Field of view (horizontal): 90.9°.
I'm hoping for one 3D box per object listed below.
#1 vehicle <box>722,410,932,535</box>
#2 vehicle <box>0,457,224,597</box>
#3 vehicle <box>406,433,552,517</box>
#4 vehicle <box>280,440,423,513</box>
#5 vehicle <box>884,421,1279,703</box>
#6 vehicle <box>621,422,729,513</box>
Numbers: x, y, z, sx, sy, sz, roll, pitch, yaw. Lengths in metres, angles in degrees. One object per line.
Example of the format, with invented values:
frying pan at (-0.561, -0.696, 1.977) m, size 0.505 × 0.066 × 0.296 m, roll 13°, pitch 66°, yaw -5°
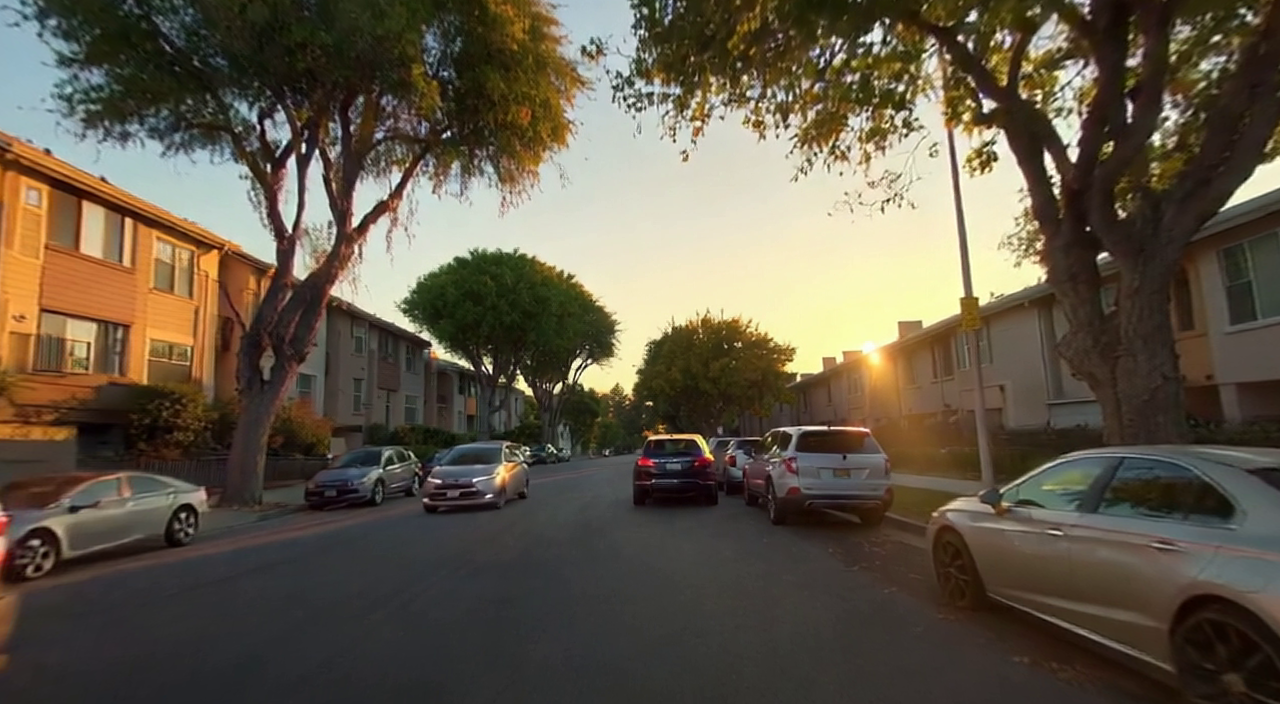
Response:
vehicle at (3.074, 2.141, 11.846) m, size 2.082 × 1.799 × 5.207 m, roll 0°, pitch -9°, yaw -3°
vehicle at (-8.097, 2.328, 8.835) m, size 1.859 × 1.432 × 4.315 m, roll -5°, pitch -8°, yaw -4°
vehicle at (-3.616, 2.838, 15.028) m, size 2.018 × 1.691 × 3.995 m, roll -1°, pitch -9°, yaw 7°
vehicle at (-7.902, 3.418, 17.851) m, size 2.002 × 1.774 × 4.568 m, roll 0°, pitch -9°, yaw -2°
vehicle at (3.391, 1.187, 3.875) m, size 1.881 × 1.403 × 4.214 m, roll 0°, pitch -9°, yaw -3°
vehicle at (0.628, 2.596, 14.684) m, size 2.055 × 1.717 × 5.172 m, roll 0°, pitch -9°, yaw -1°
